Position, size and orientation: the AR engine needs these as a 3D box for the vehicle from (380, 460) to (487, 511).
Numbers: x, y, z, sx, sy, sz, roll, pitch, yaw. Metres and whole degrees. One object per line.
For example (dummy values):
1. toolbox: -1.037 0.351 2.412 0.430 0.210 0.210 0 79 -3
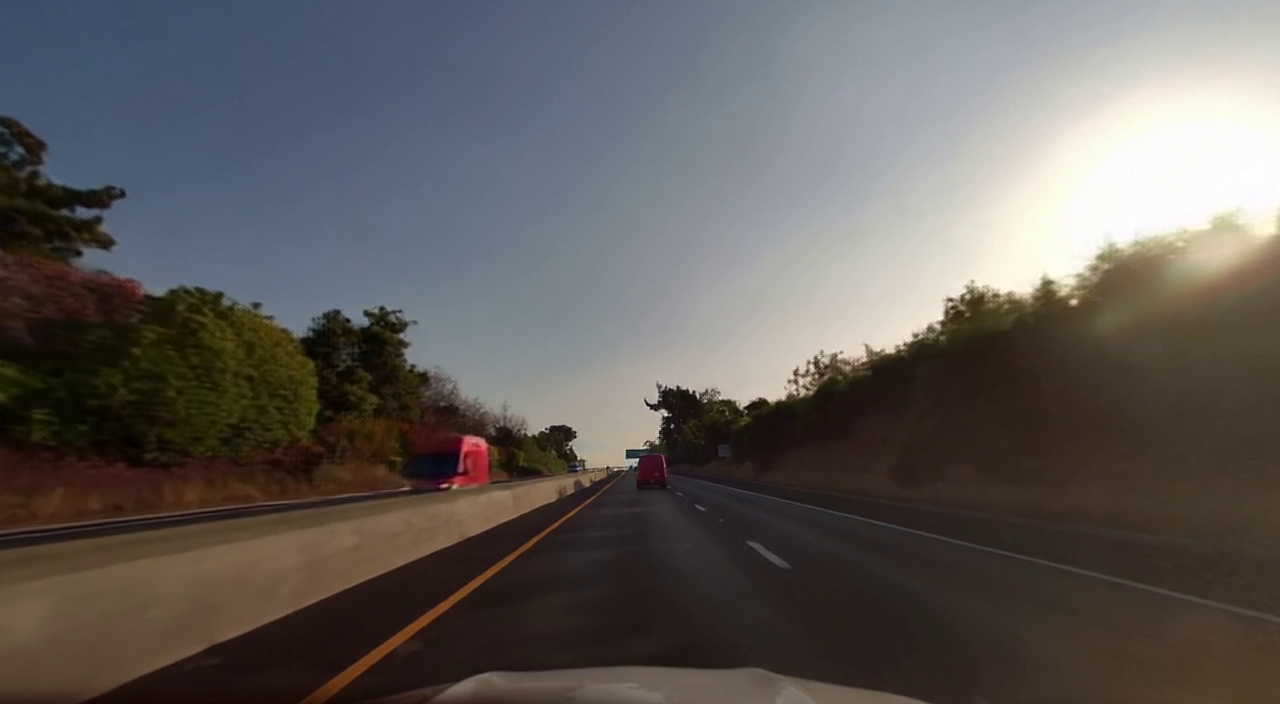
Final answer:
1. vehicle: -7.861 5.153 24.613 2.509 1.758 4.648 1 -11 1

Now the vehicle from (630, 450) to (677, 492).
1. vehicle: 0.699 6.737 35.744 2.429 2.167 4.558 1 -11 -1
